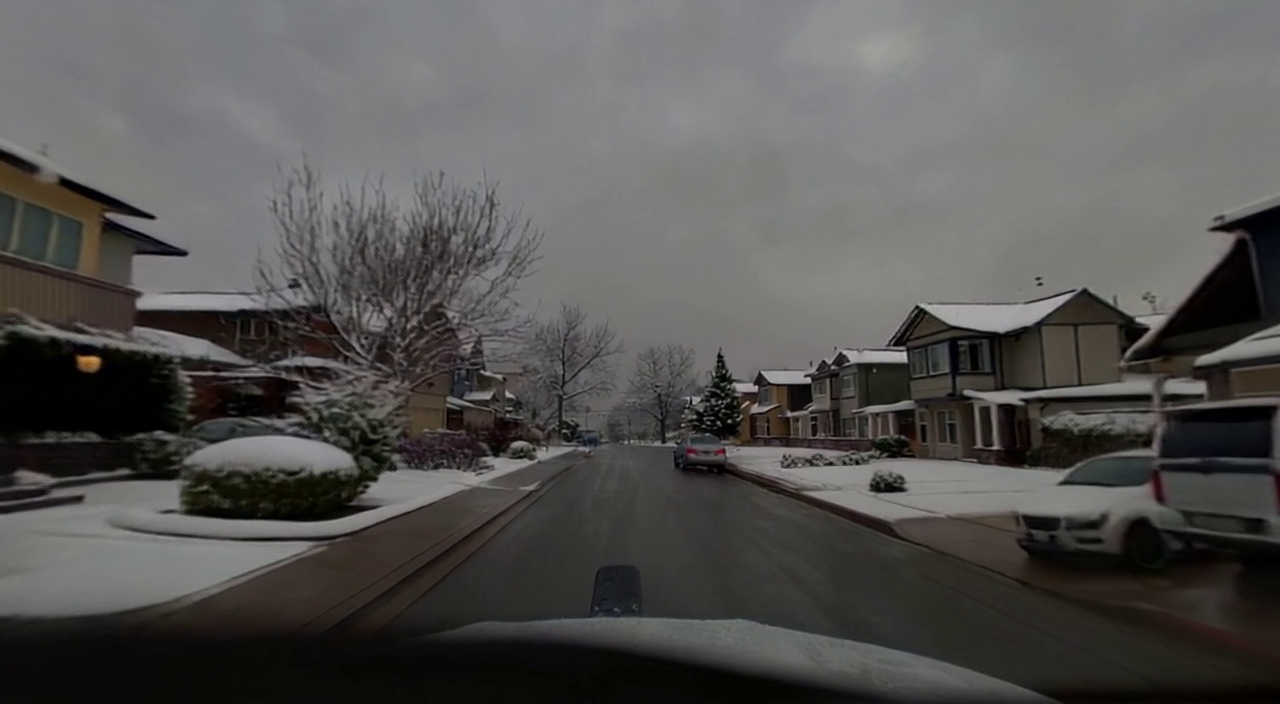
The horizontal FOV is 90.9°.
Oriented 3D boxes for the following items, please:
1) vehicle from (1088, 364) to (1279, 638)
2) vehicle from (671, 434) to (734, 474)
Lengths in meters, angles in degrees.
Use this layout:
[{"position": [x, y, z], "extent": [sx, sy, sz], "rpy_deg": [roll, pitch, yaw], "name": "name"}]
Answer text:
[{"position": [8.232, 1.394, 6.364], "extent": [5.739, 2.299, 2.216], "rpy_deg": [0, -8, -3], "name": "vehicle"}, {"position": [2.477, 4.156, 26.106], "extent": [1.955, 1.498, 4.046], "rpy_deg": [0, -7, -4], "name": "vehicle"}]
